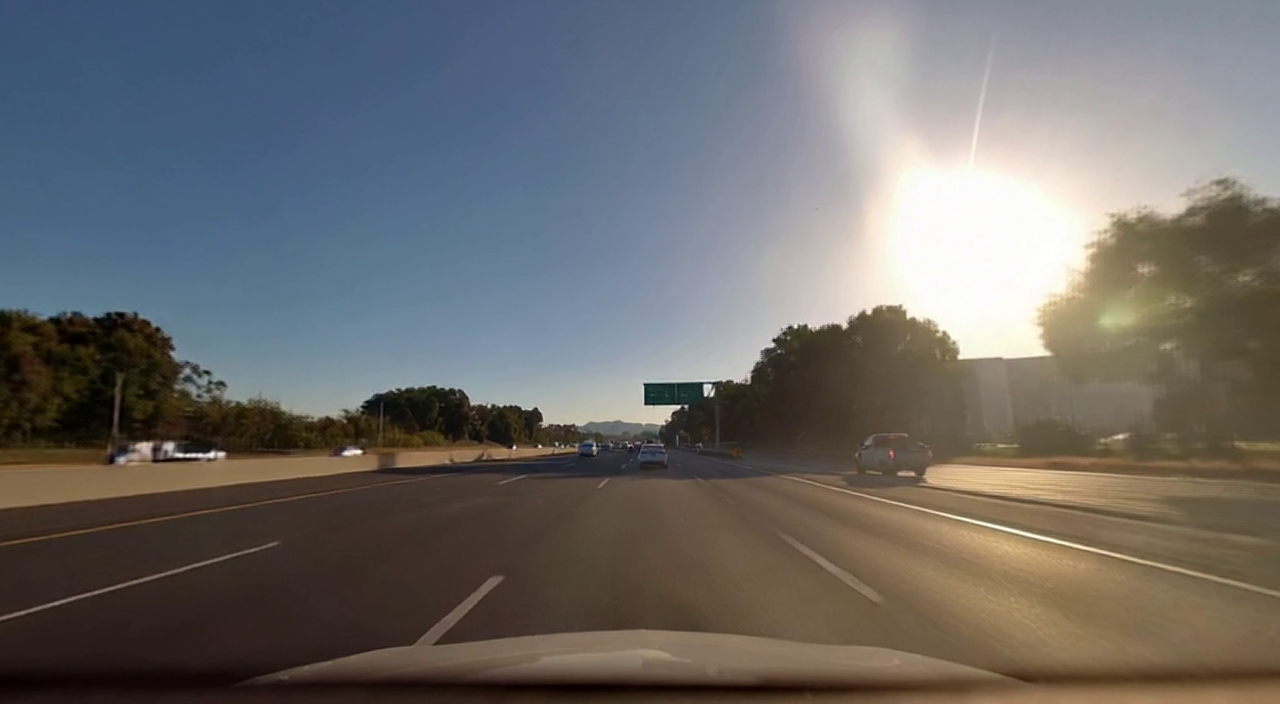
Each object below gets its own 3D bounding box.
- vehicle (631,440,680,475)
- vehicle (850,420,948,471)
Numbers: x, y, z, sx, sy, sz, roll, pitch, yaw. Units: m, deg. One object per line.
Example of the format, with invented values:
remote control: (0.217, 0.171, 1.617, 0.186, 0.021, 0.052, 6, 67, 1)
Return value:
vehicle: (0.683, 4.835, 29.120, 2.112, 1.482, 4.082, 0, -8, 0)
vehicle: (13.275, 4.856, 32.886, 2.336, 2.415, 6.056, 0, -8, -2)
